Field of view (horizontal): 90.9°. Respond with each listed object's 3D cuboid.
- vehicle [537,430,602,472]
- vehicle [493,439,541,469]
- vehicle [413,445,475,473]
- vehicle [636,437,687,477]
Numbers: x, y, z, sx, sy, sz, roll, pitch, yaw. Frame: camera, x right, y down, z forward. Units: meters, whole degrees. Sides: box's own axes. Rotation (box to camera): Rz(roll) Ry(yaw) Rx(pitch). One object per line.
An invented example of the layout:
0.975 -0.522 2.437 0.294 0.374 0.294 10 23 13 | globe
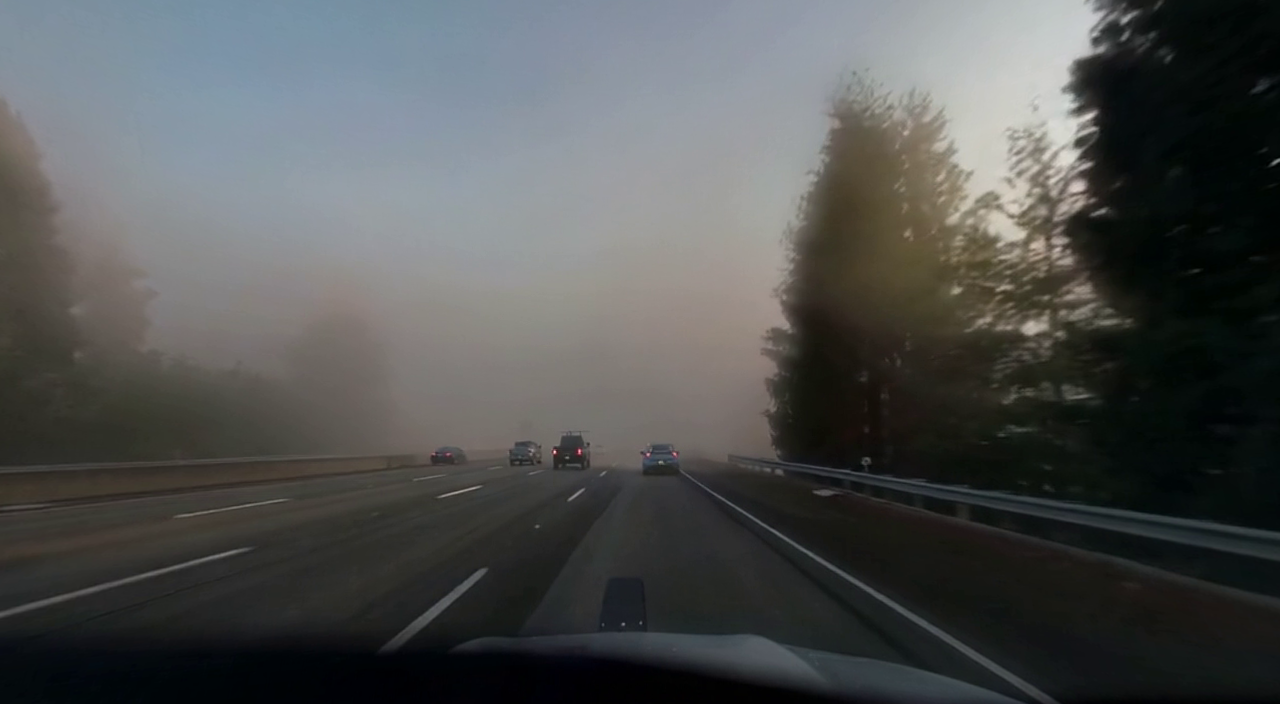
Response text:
-3.672 5.340 34.262 2.751 2.050 5.761 0 -8 1 | vehicle
-7.803 6.513 40.539 2.078 1.779 4.610 0 -8 1 | vehicle
-11.089 6.054 36.072 1.951 1.491 4.697 0 -8 1 | vehicle
0.873 4.768 28.933 2.135 1.697 4.757 0 -8 0 | vehicle
